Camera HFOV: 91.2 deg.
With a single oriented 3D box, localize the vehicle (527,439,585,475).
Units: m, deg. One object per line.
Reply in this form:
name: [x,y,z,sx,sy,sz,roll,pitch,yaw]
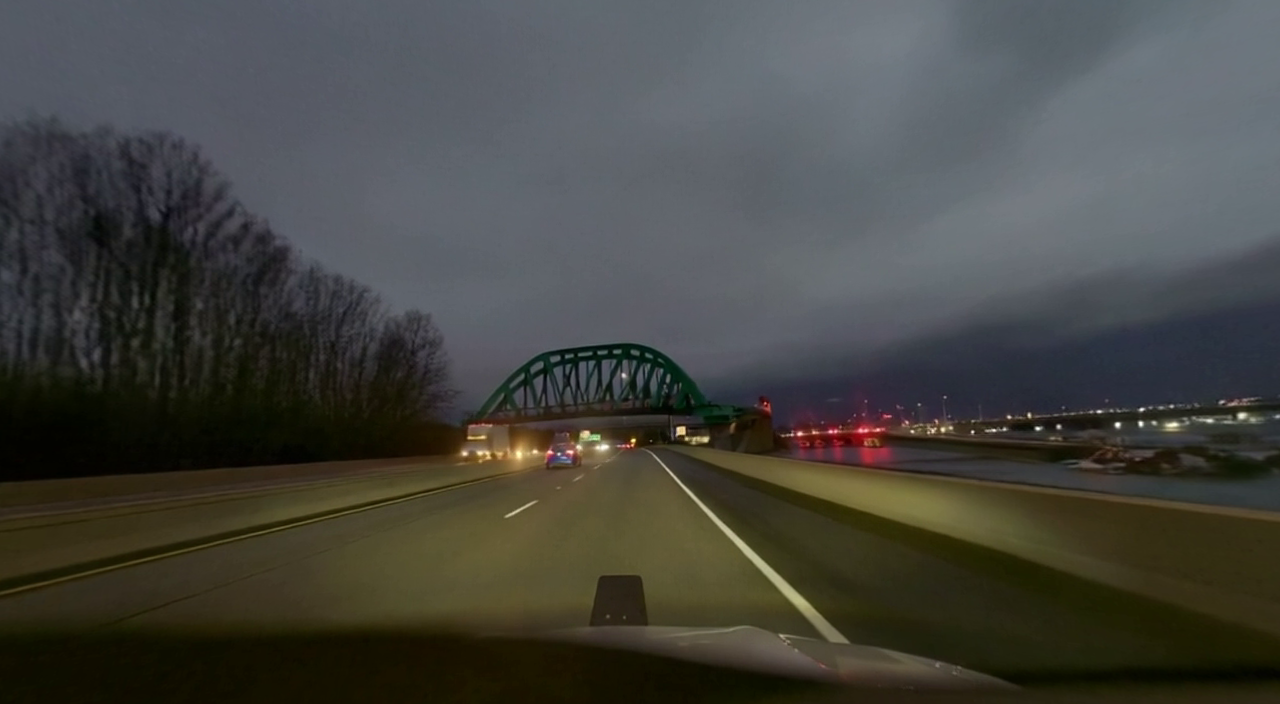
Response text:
vehicle: [-3.869,4.913,29.633,2.052,1.556,4.405,0,-8,1]
